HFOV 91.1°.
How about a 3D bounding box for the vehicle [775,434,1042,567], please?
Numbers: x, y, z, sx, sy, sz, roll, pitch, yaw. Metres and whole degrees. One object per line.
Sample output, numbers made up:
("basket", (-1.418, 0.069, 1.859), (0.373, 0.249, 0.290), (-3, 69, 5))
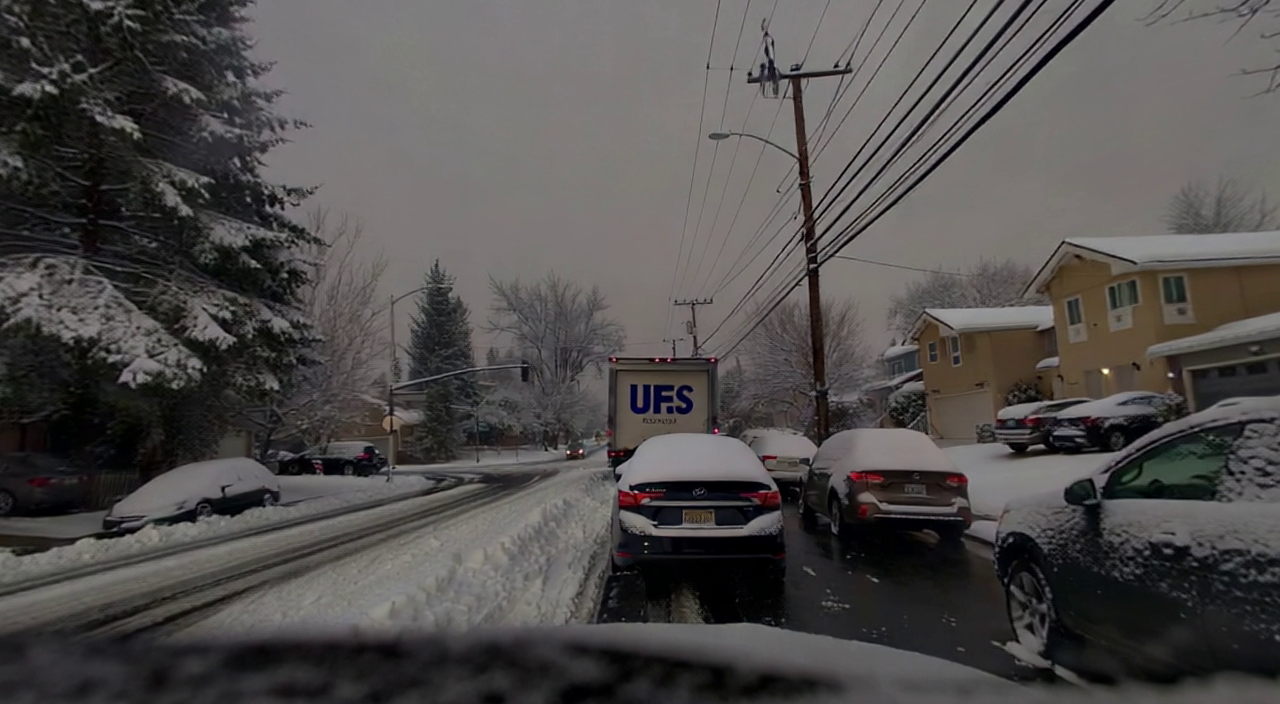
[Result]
("vehicle", (3.505, 2.006, 9.349), (1.993, 1.479, 4.487), (0, -8, 0))

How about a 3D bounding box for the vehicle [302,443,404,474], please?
("vehicle", (-17.428, 6.467, 38.305), (5.274, 1.793, 1.921), (0, -8, 3))

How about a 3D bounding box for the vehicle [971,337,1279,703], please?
("vehicle", (3.318, 0.769, 1.926), (2.069, 1.722, 4.888), (0, -8, 2))

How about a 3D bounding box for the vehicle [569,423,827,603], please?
("vehicle", (0.479, 1.680, 7.534), (2.158, 1.499, 4.377), (0, -8, 0))

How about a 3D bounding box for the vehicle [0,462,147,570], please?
("vehicle", (-10.348, 2.485, 9.478), (1.925, 1.482, 4.753), (0, -8, 0))
